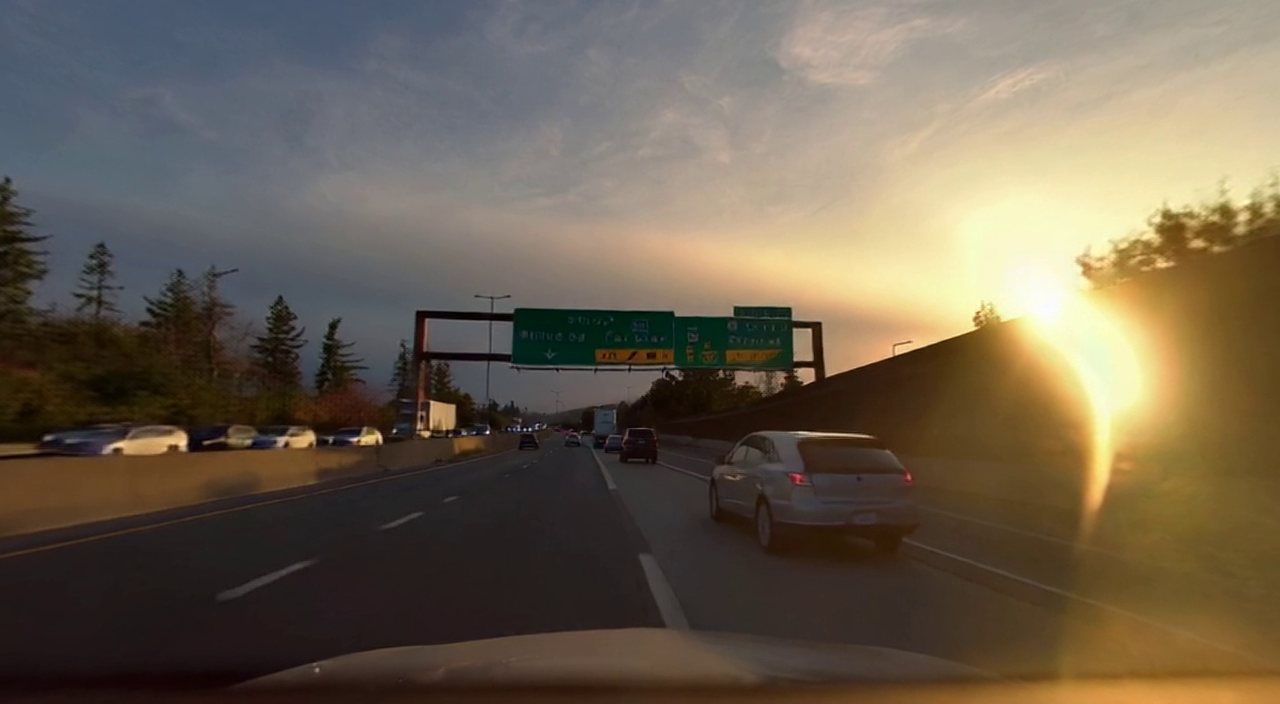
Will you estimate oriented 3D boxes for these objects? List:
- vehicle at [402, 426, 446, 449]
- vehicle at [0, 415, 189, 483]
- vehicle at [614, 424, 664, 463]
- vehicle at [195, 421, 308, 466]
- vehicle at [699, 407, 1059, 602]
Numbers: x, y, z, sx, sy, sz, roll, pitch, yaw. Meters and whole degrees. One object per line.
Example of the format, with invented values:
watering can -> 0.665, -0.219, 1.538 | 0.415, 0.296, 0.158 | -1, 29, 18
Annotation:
vehicle -> -15.611, 6.220, 45.633 | 1.921, 1.507, 4.664 | 0, -8, -5
vehicle -> -12.946, 2.321, 15.220 | 1.610, 1.420, 3.445 | 1, -8, -4
vehicle -> -0.142, 4.968, 34.245 | 2.207, 1.937, 5.610 | 1, -8, -5
vehicle -> -13.183, 3.133, 21.601 | 1.853, 1.406, 3.495 | 1, -8, -5
vehicle -> 2.111, 1.508, 7.228 | 2.127, 1.497, 4.445 | 1, -8, -4
